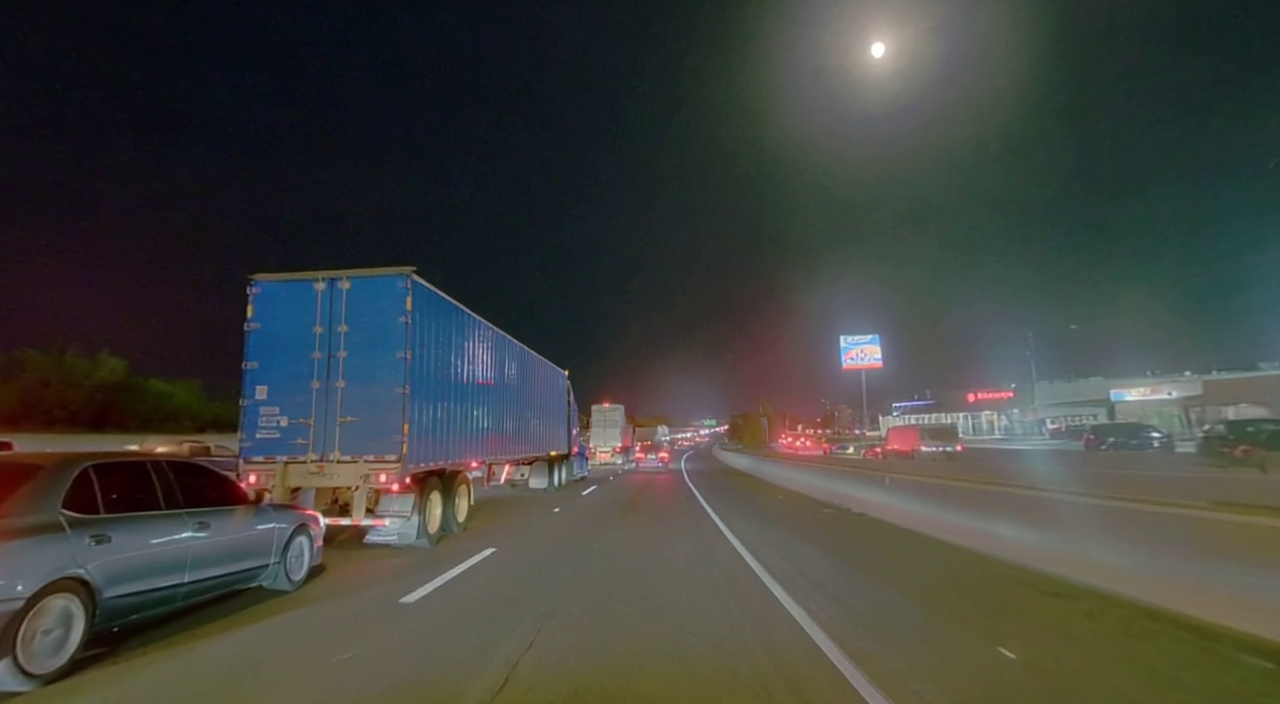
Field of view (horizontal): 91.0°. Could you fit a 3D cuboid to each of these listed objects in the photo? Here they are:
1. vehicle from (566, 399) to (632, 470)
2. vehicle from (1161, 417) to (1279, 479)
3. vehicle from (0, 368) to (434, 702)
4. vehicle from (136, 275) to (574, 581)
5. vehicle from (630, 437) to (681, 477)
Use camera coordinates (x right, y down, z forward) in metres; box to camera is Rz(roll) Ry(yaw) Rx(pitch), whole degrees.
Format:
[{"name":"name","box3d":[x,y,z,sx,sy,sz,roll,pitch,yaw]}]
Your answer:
[{"name":"vehicle","box3d":[-2.302,5.289,39.766,3.073,3.894,9.782,-1,-9,3]},{"name":"vehicle","box3d":[18.714,2.787,18.415,4.725,1.713,2.110,-3,-9,13]},{"name":"vehicle","box3d":[-3.781,1.208,5.208,2.896,1.779,3.441,0,-8,1]},{"name":"vehicle","box3d":[-3.469,1.443,11.249,3.020,3.192,9.194,-1,-9,4]},{"name":"vehicle","box3d":[0.733,4.727,28.538,2.178,1.640,4.071,0,-9,2]}]
